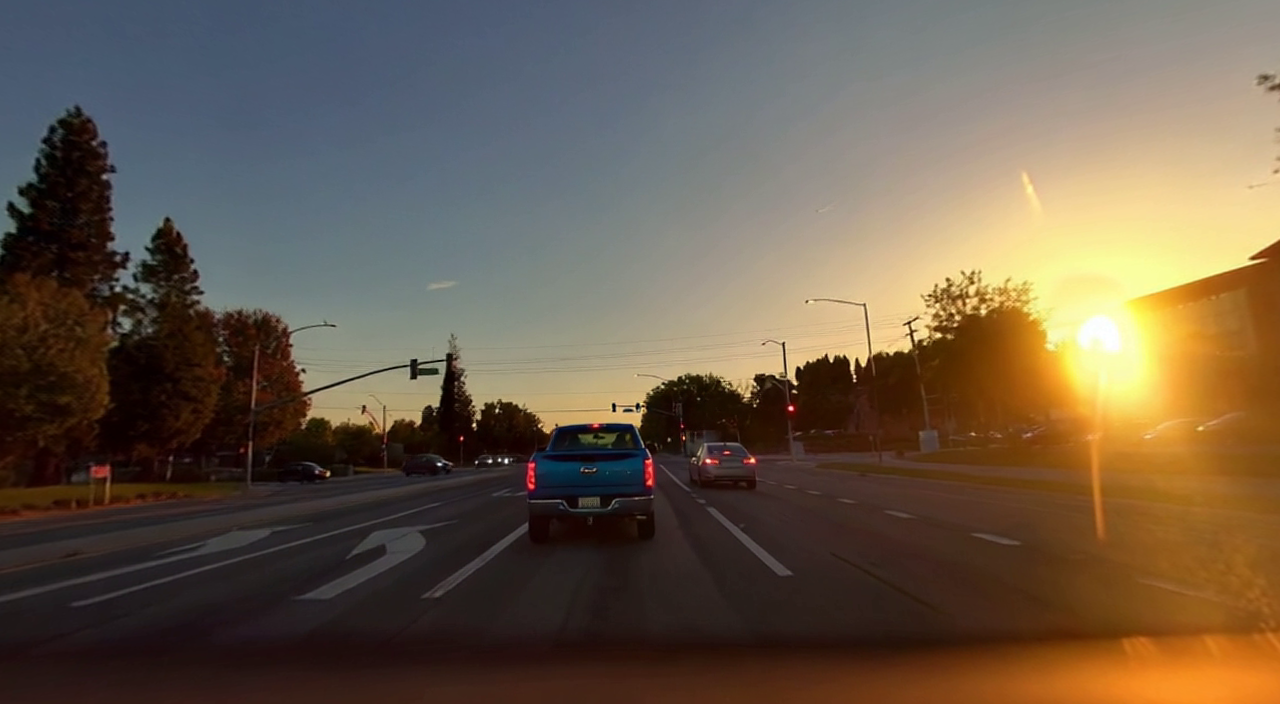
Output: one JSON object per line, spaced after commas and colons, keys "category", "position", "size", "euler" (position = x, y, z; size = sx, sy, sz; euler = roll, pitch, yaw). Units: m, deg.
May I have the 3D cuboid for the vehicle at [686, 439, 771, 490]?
{"category": "vehicle", "position": [2.771, 3.659, 20.942], "size": [2.073, 1.484, 4.437], "euler": [0, -9, -1]}

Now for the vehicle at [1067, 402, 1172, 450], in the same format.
{"category": "vehicle", "position": [30.346, 4.791, 40.186], "size": [2.892, 2.881, 4.178], "euler": [2, -9, -16]}

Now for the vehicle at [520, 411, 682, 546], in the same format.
{"category": "vehicle", "position": [-0.540, 2.032, 10.815], "size": [2.145, 1.762, 4.731], "euler": [0, -9, -1]}
